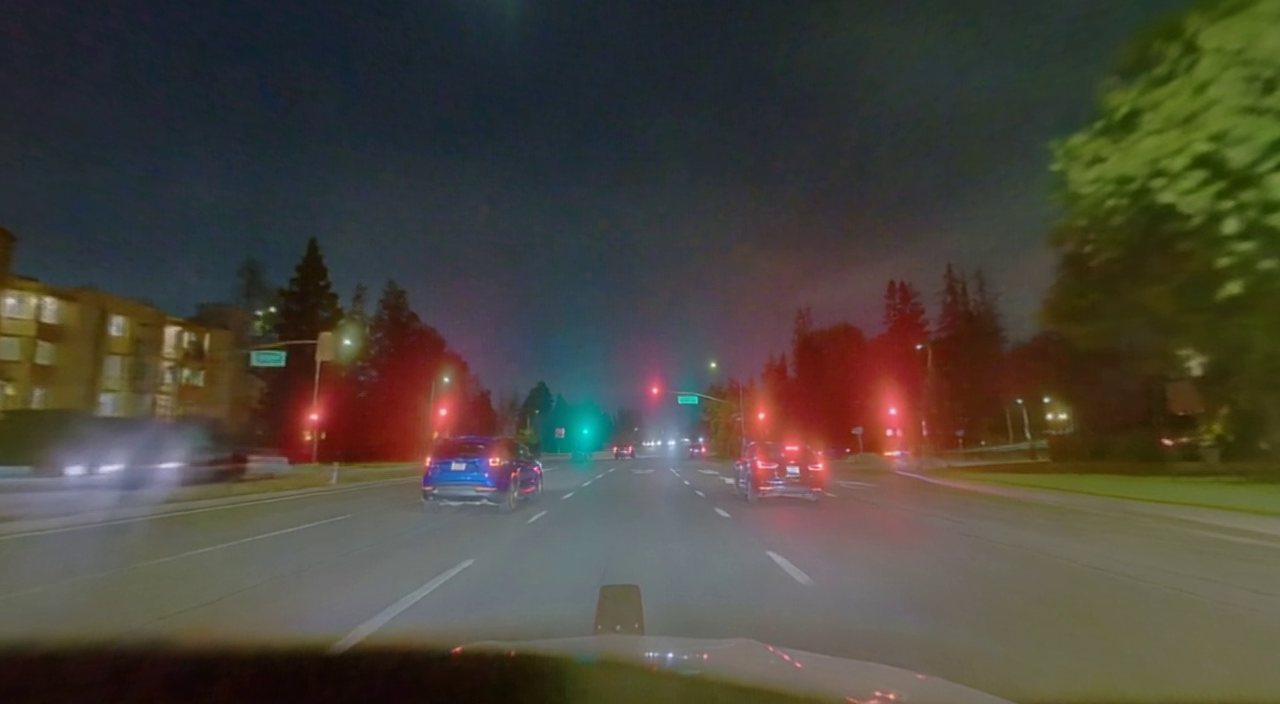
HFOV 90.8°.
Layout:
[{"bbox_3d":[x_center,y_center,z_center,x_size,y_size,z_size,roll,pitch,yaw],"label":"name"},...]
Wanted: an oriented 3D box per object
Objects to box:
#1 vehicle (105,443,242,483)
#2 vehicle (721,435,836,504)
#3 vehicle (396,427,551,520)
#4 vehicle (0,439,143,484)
[{"bbox_3d":[-19.217,4.571,26.362,1.997,1.471,4.772,0,-8,1],"label":"vehicle"},{"bbox_3d":[3.648,3.190,17.609,2.132,1.659,4.387,0,-8,-1],"label":"vehicle"},{"bbox_3d":[-3.401,2.583,13.999,2.045,1.688,4.632,0,-8,2],"label":"vehicle"},{"bbox_3d":[-23.452,4.442,26.041,2.244,1.670,4.353,-1,-8,2],"label":"vehicle"}]
